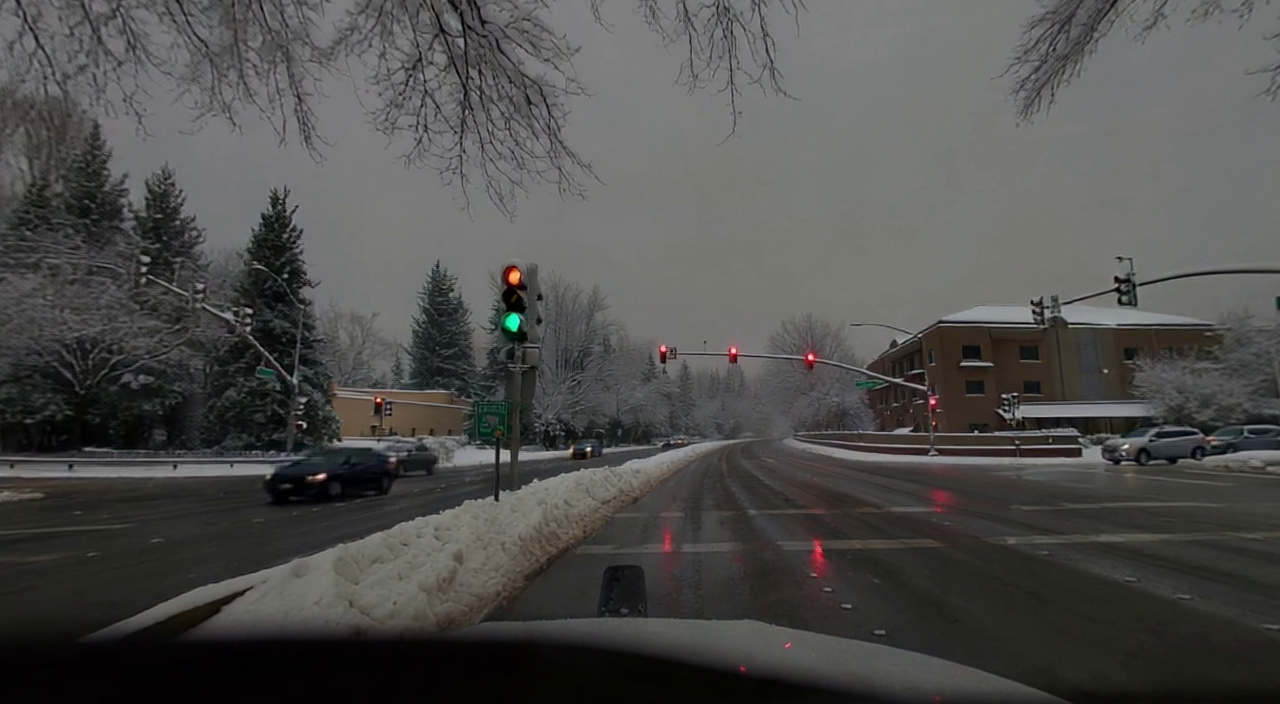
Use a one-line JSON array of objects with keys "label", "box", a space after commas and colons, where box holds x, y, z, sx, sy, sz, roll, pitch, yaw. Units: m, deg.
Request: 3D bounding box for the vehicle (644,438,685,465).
[{"label": "vehicle", "box": [1.751, 6.774, 43.253, 2.197, 1.739, 4.177, -2, -8, 10]}]

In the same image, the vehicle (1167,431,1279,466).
[{"label": "vehicle", "box": [26.299, 4.242, 27.881, 4.644, 1.470, 1.922, 1, -8, -10]}]

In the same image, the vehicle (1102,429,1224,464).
[{"label": "vehicle", "box": [25.935, 4.681, 31.356, 4.441, 1.674, 2.035, 1, -8, -8]}]

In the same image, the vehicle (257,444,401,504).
[{"label": "vehicle", "box": [-8.591, 3.351, 17.855, 1.877, 1.481, 3.853, -1, -8, 5]}]
